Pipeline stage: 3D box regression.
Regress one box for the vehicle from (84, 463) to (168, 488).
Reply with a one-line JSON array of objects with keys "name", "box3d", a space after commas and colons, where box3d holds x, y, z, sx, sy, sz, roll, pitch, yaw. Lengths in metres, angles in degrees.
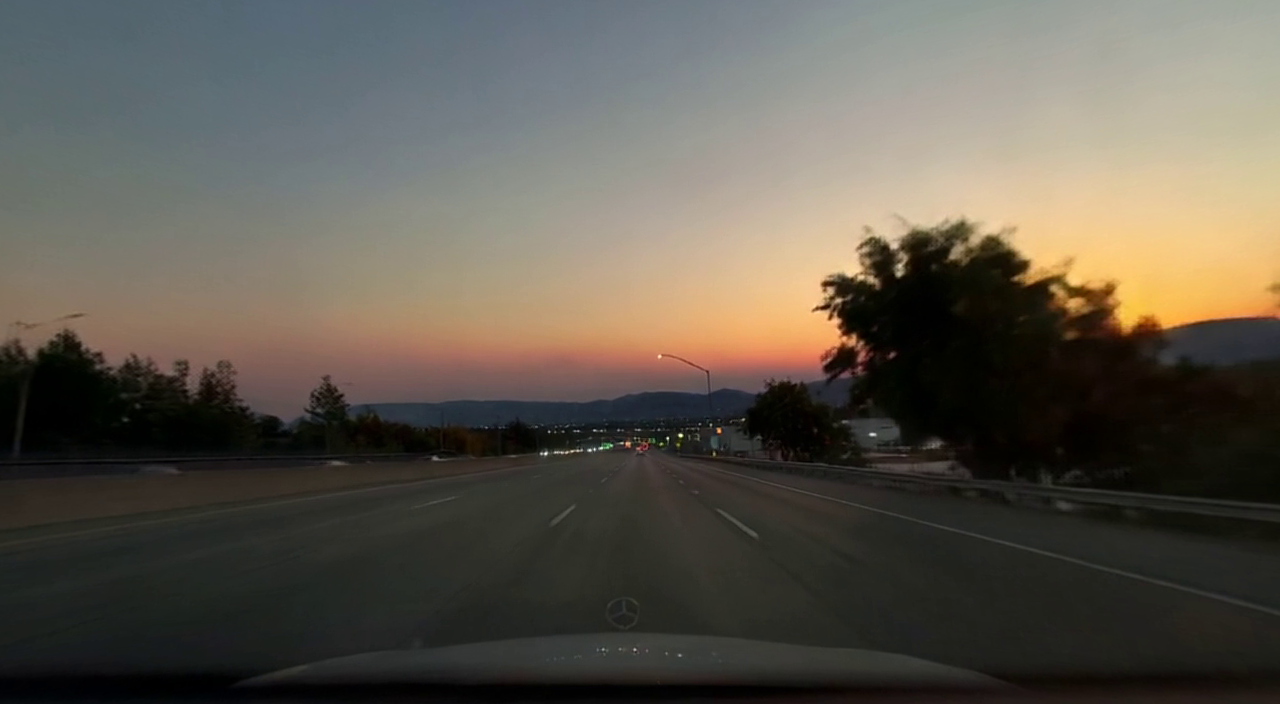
[{"name": "vehicle", "box3d": [-35.679, 8.570, 43.879, 1.868, 1.518, 4.645, 0, -9, 1]}]
